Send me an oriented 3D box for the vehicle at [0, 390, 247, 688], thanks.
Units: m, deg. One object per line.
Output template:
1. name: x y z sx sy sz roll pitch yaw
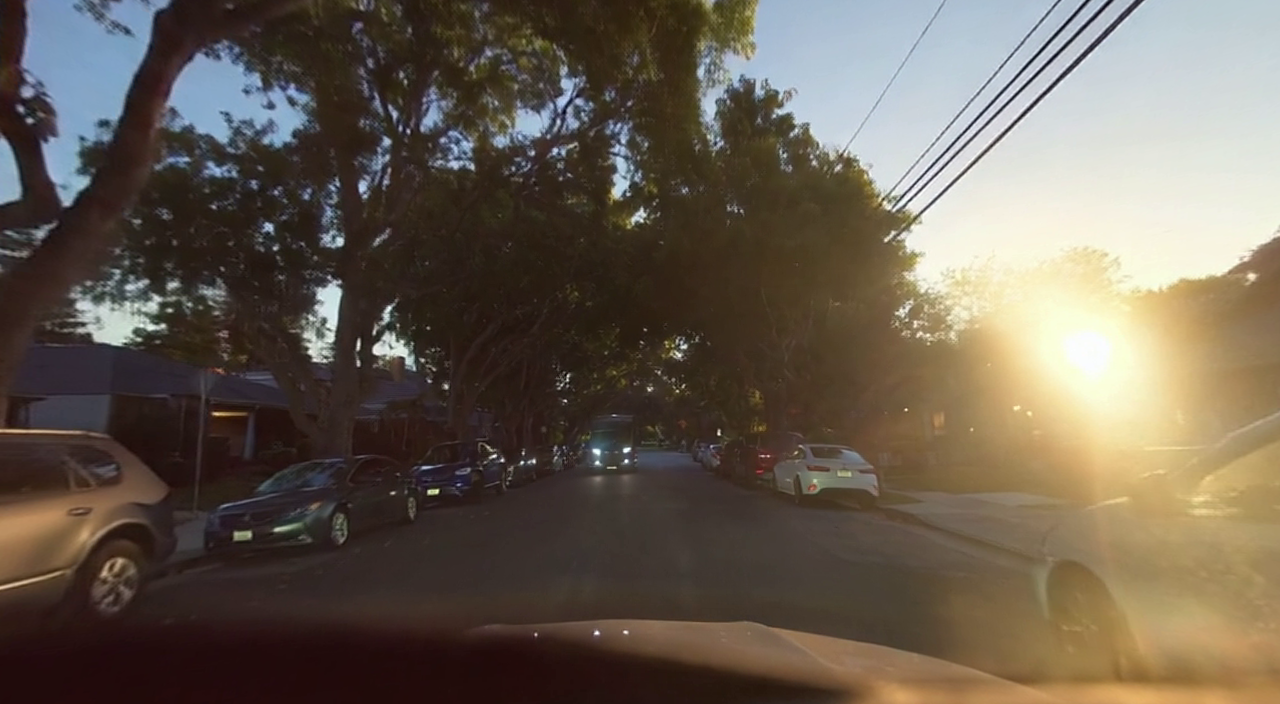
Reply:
1. vehicle: -5.038 1.136 3.780 2.203 1.815 4.972 0 -8 -1

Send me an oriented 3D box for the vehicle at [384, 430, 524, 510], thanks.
1. vehicle: -4.743 3.078 17.113 2.002 1.781 5.380 0 -8 2

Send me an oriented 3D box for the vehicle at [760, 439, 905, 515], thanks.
1. vehicle: 4.171 2.752 14.522 1.813 1.468 4.267 0 -8 -3

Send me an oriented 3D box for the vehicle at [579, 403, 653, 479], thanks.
1. vehicle: -0.884 3.933 27.907 2.716 2.887 6.781 0 -8 2

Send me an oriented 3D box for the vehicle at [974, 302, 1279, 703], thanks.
1. vehicle: 3.492 0.723 2.041 2.182 1.900 4.779 0 -8 0

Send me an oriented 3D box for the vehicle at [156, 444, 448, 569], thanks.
1. vehicle: -4.801 2.204 10.018 1.861 1.474 4.749 0 -8 2
